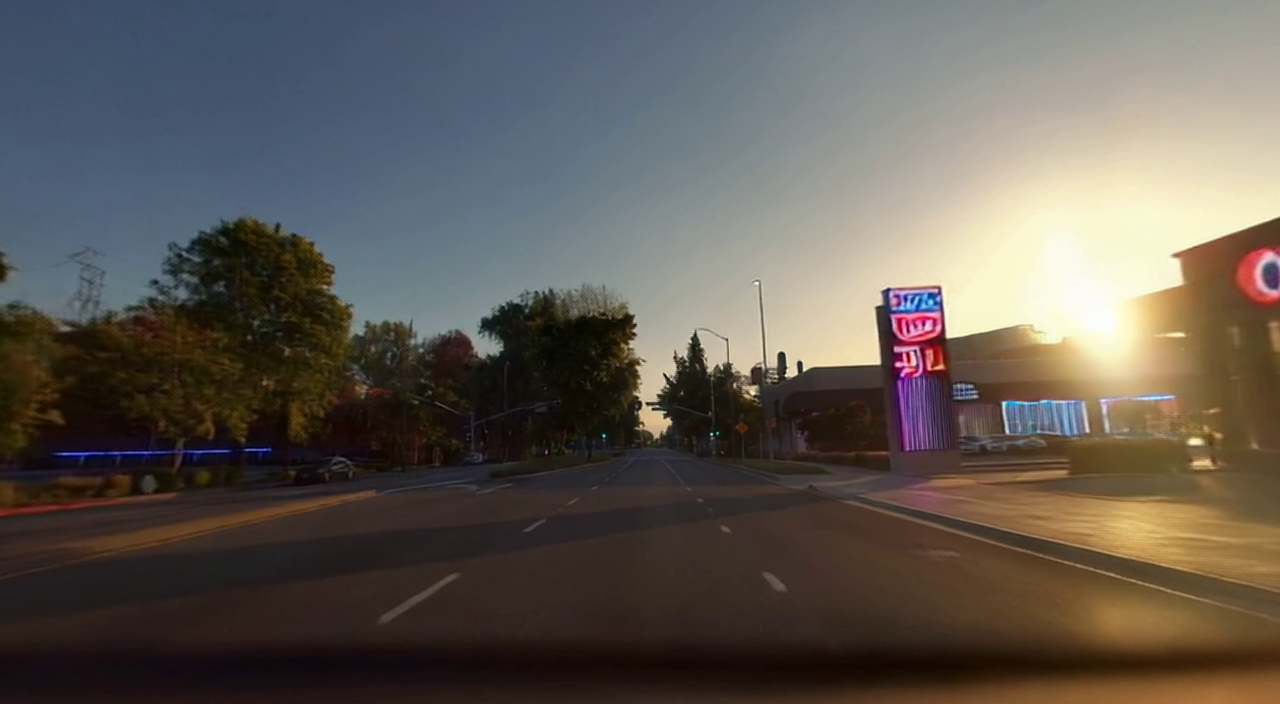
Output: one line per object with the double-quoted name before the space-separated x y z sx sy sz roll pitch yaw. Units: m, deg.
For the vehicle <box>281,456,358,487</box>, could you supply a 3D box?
"vehicle" -17.879 6.662 35.415 1.938 1.465 4.744 -2 -8 -1
